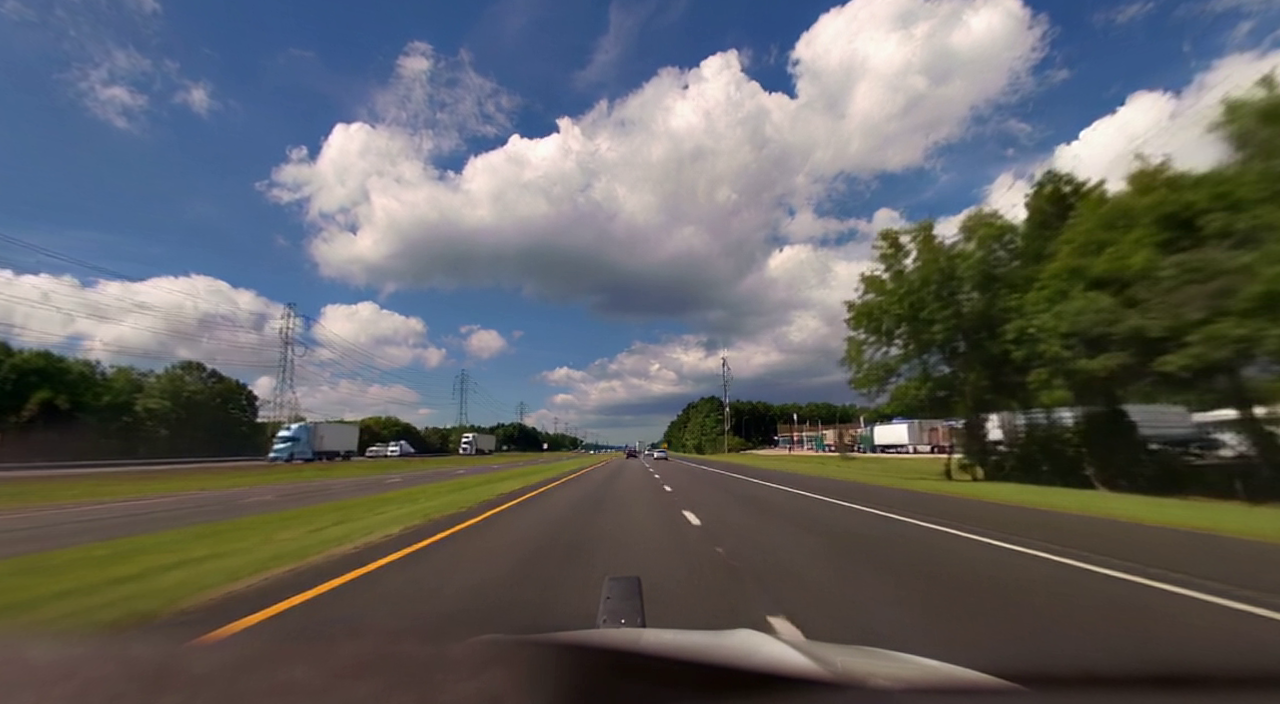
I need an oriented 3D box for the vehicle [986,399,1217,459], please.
[{"bbox_3d":[35.802,6.266,49.843,3.224,4.043,14.034,6,-11,-45],"label":"vehicle"}]
